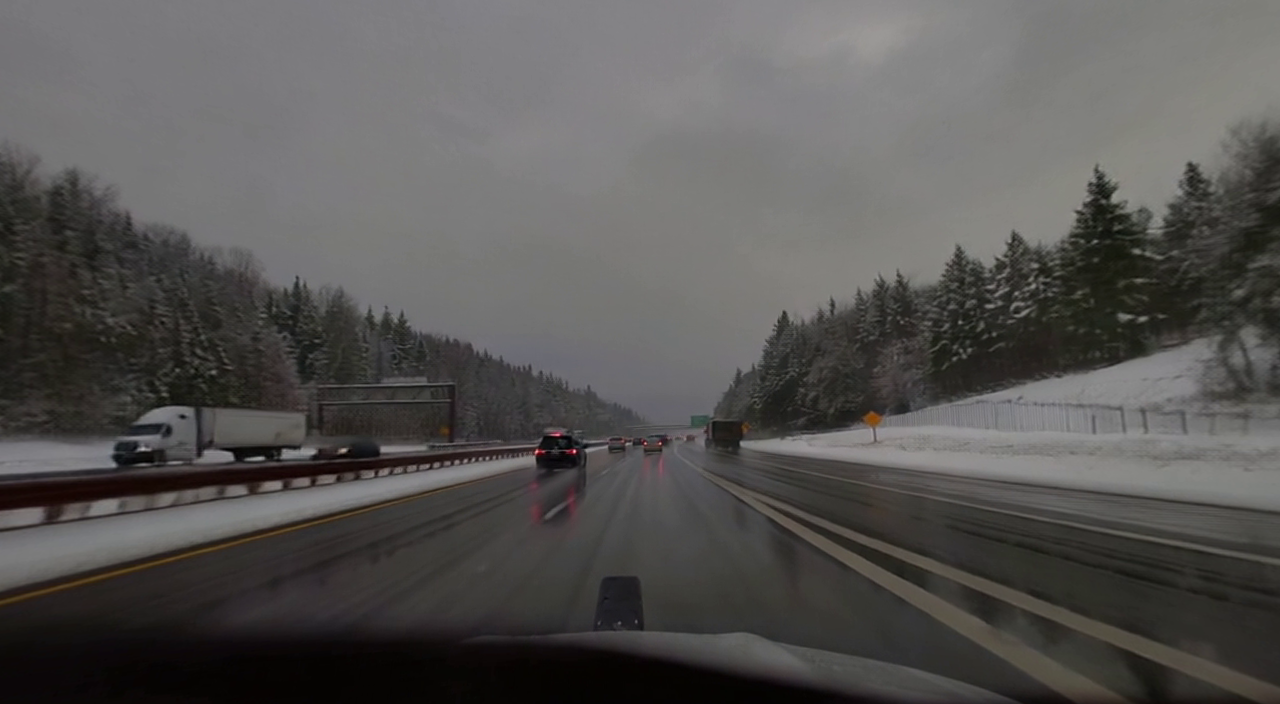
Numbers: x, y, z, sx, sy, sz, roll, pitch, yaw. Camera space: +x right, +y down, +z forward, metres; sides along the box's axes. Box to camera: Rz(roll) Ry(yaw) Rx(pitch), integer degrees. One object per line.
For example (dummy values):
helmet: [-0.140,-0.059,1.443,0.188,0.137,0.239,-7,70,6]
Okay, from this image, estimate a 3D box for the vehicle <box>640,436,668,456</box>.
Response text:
vehicle: [1.048,7.021,47.245,2.004,1.465,3.842,0,-8,0]

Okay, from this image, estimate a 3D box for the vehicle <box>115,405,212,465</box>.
vehicle: [-31.574,5.521,41.973,3.154,3.765,3.782,0,-7,3]

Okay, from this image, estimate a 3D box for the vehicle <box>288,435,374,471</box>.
vehicle: [-15.710,5.137,32.365,2.000,1.692,4.497,0,-8,2]

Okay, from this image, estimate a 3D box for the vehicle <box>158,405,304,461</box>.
vehicle: [-31.581,6.452,49.744,3.007,3.823,12.412,0,-8,1]

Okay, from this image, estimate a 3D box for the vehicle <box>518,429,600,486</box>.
vehicle: [-2.424,3.273,19.985,2.137,1.618,4.209,0,-8,-1]
